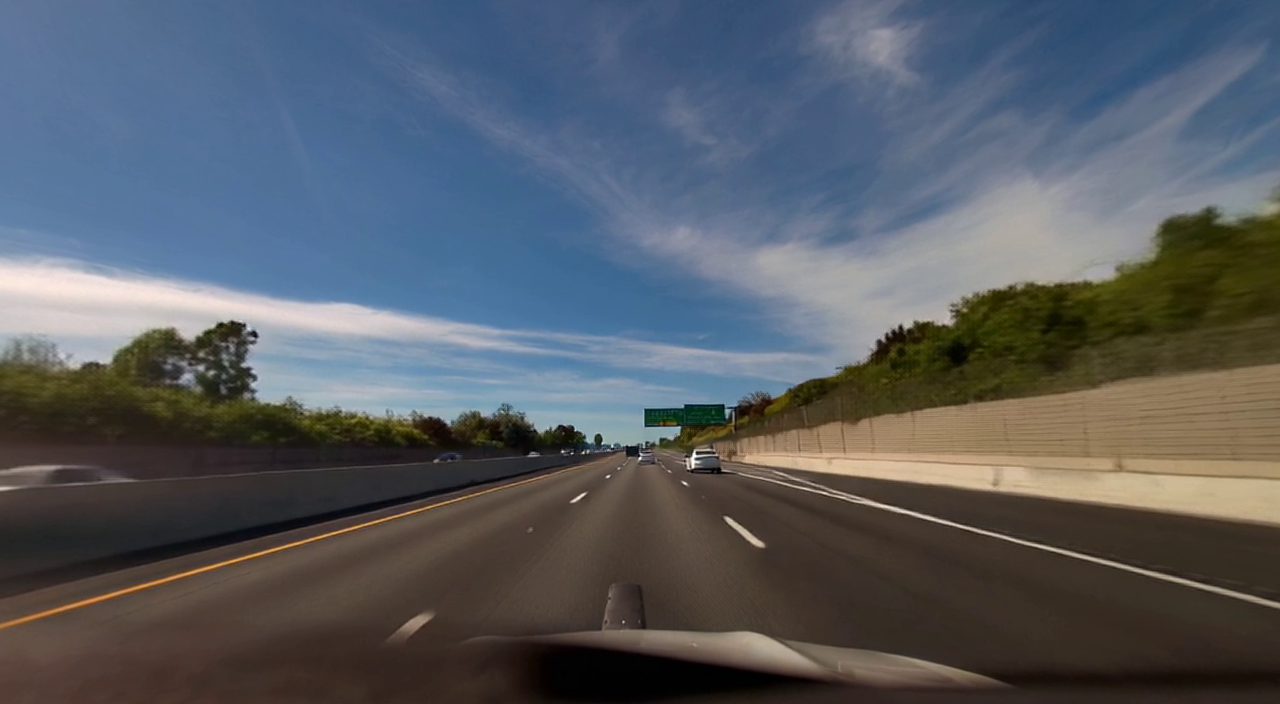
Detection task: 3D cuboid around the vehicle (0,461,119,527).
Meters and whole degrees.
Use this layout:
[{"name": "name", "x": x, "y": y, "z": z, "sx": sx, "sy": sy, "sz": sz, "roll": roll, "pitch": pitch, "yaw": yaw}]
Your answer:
[{"name": "vehicle", "x": -16.109, "y": 3.563, "z": 15.932, "sx": 1.919, "sy": 1.473, "sz": 4.498, "roll": -1, "pitch": -9, "yaw": 1}]

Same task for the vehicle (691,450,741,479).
[{"name": "vehicle", "x": 3.632, "y": 5.434, "z": 30.672, "sx": 1.883, "sy": 1.320, "sz": 3.386, "roll": 0, "pitch": -9, "yaw": -2}]

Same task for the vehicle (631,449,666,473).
[{"name": "vehicle", "x": 0.490, "y": 6.803, "z": 39.377, "sx": 2.065, "sy": 1.400, "sz": 4.028, "roll": 0, "pitch": -9, "yaw": 0}]
